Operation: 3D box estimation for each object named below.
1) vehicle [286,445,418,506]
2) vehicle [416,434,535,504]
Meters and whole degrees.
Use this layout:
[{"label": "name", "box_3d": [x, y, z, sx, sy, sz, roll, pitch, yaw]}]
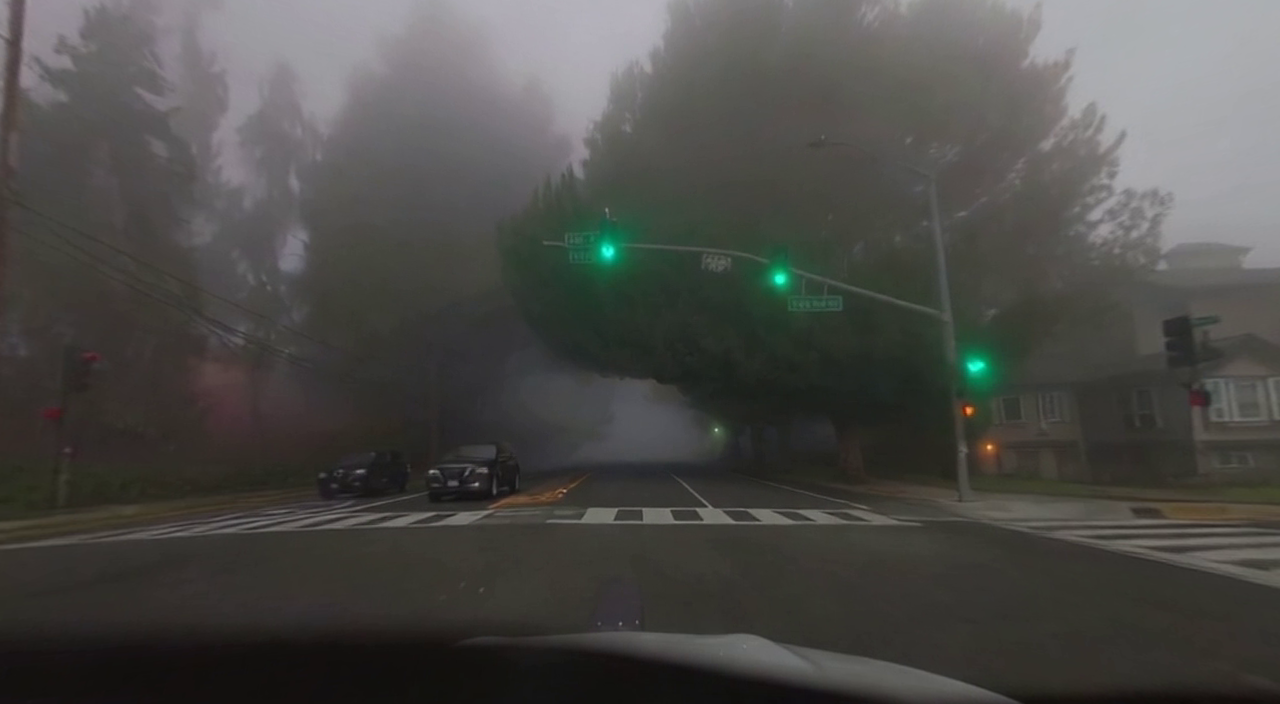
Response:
[{"label": "vehicle", "box_3d": [-8.401, 3.602, 18.925, 1.925, 1.615, 4.085, 0, -8, 2]}, {"label": "vehicle", "box_3d": [-4.490, 3.260, 18.058, 2.095, 1.731, 4.462, 0, -8, 1]}]
